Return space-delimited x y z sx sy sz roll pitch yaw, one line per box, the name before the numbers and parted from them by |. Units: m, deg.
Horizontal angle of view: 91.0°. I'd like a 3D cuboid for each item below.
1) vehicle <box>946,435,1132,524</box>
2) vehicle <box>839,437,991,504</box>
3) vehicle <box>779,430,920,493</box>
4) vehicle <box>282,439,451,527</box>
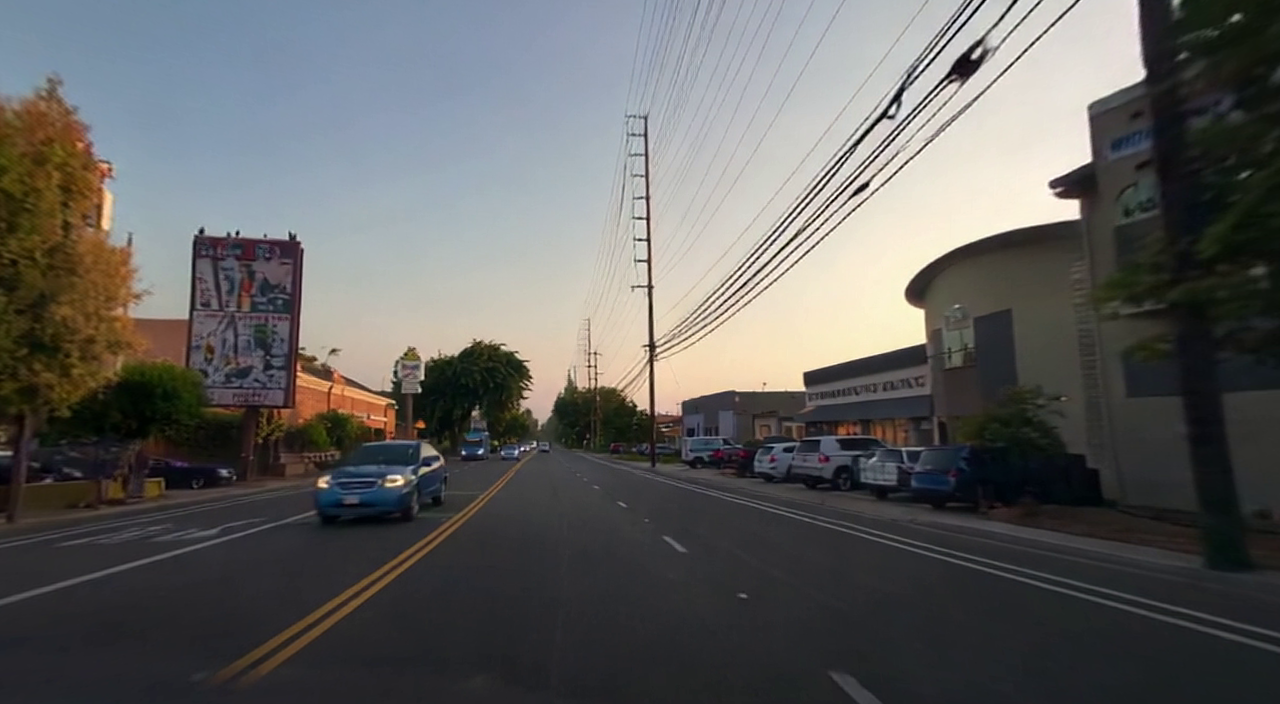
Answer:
vehicle | 8.644 2.579 13.442 4.853 1.526 2.074 8 -12 -43
vehicle | 7.603 3.138 17.199 4.502 1.564 2.057 7 -11 -42
vehicle | 7.122 3.585 21.103 5.112 1.832 2.290 8 -12 -43
vehicle | -5.507 2.651 13.434 2.122 1.517 4.465 1 -9 -8
